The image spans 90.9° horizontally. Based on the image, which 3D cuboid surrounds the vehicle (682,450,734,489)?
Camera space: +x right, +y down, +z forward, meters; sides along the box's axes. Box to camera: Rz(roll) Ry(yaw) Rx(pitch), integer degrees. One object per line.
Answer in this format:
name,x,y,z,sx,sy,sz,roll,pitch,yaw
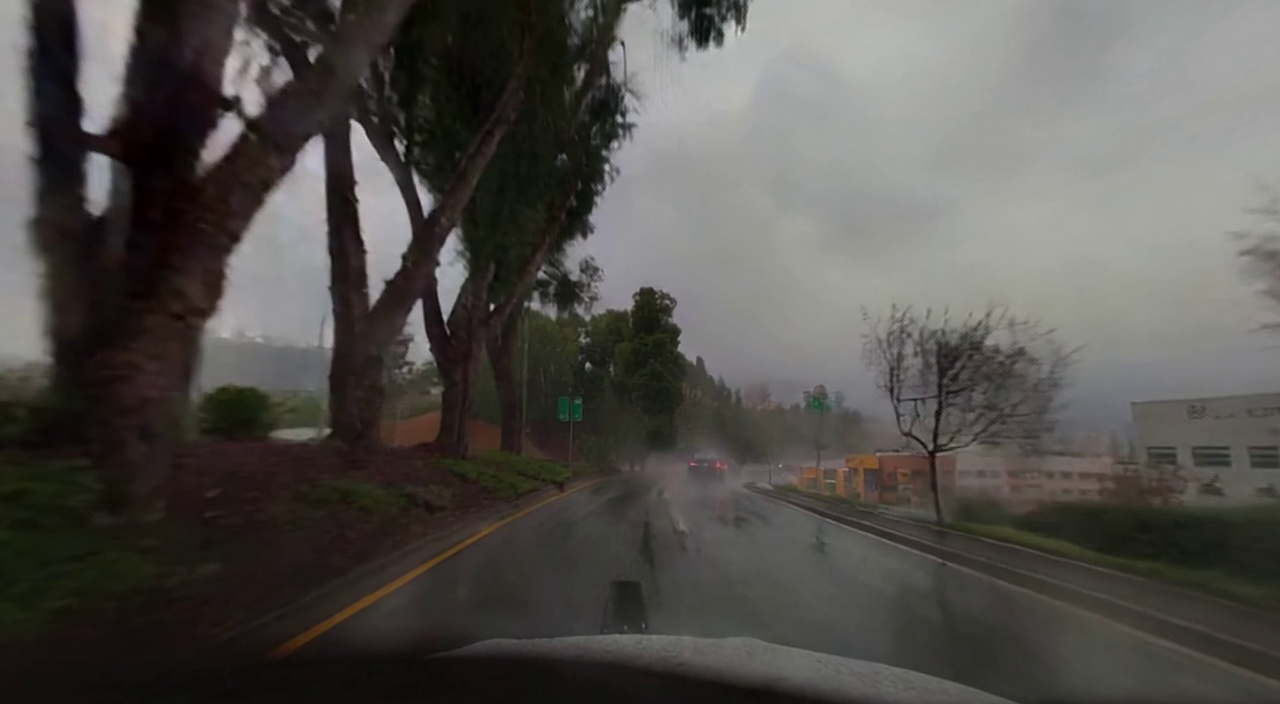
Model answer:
vehicle,2.895,5.116,27.842,1.956,1.473,4.640,0,-8,2
